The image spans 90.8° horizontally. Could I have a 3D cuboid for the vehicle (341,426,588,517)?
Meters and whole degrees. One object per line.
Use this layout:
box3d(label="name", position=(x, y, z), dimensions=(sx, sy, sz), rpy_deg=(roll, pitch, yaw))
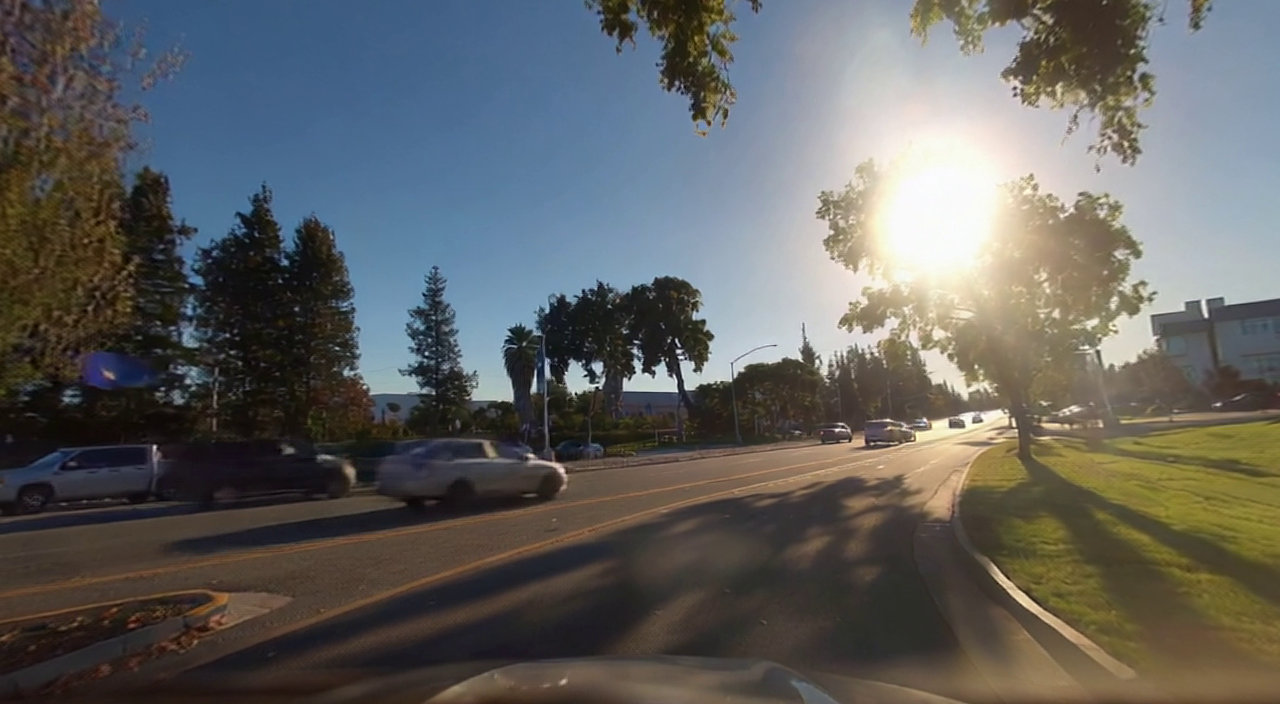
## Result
box3d(label="vehicle", position=(-3.306, 2.315, 12.784), dimensions=(1.984, 1.482, 4.482), rpy_deg=(-8, -11, 38))

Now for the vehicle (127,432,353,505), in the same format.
box3d(label="vehicle", position=(-11.239, 3.291, 18.111), dimensions=(2.506, 1.718, 4.822), rpy_deg=(-11, -13, 35))

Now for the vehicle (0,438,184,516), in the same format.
box3d(label="vehicle", position=(-17.061, 3.644, 19.005), dimensions=(2.294, 2.000, 4.788), rpy_deg=(-6, -9, 30))

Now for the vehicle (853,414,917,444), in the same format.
box3d(label="vehicle", position=(17.650, 5.605, 45.366), dimensions=(2.517, 1.936, 4.748), rpy_deg=(-10, -13, 43))
